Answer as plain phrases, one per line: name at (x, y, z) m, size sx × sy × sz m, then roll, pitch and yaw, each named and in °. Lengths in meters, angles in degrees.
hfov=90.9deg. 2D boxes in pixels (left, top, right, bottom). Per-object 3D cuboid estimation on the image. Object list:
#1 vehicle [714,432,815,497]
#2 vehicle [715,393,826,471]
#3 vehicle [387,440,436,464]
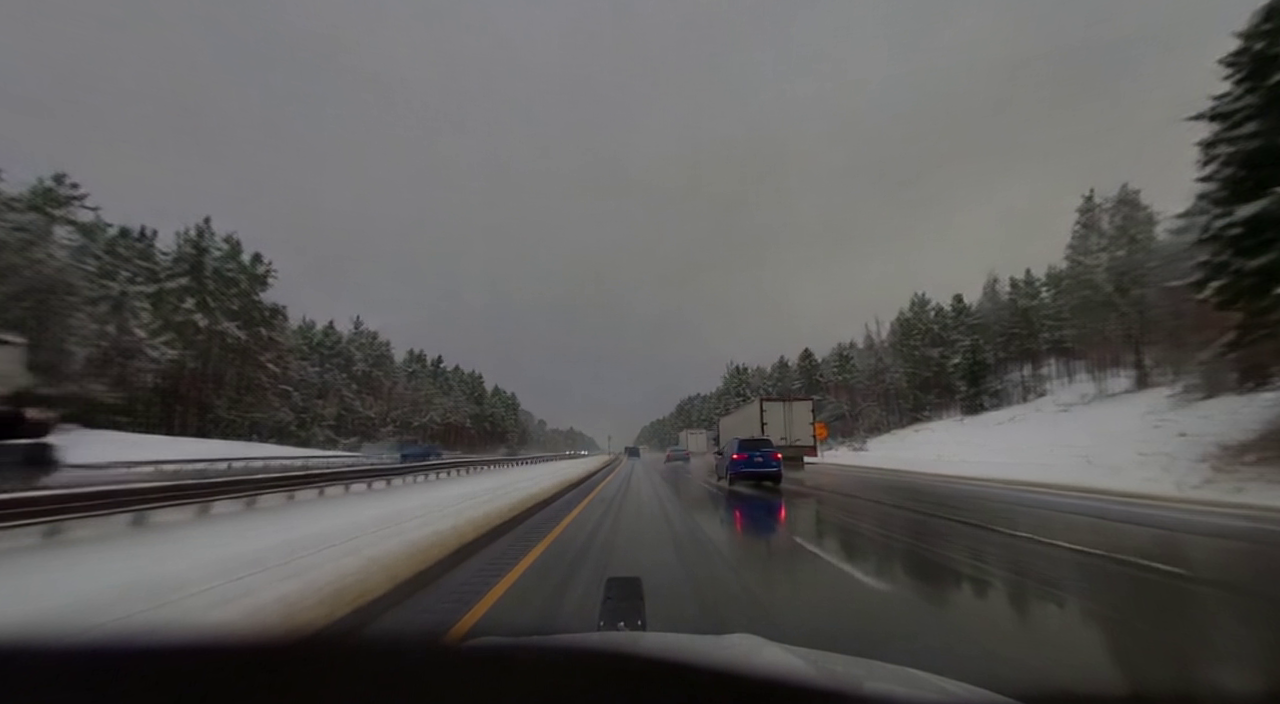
vehicle at (3.471, 3.234, 18.416) m, size 2.022 × 1.658 × 4.132 m, roll 0°, pitch -9°, yaw -1°
vehicle at (7.798, 5.446, 41.311) m, size 3.441 × 4.016 × 16.812 m, roll 0°, pitch -9°, yaw -1°
vehicle at (-15.643, 6.864, 43.311) m, size 1.865 × 1.532 × 3.932 m, roll 0°, pitch -9°, yaw 0°
